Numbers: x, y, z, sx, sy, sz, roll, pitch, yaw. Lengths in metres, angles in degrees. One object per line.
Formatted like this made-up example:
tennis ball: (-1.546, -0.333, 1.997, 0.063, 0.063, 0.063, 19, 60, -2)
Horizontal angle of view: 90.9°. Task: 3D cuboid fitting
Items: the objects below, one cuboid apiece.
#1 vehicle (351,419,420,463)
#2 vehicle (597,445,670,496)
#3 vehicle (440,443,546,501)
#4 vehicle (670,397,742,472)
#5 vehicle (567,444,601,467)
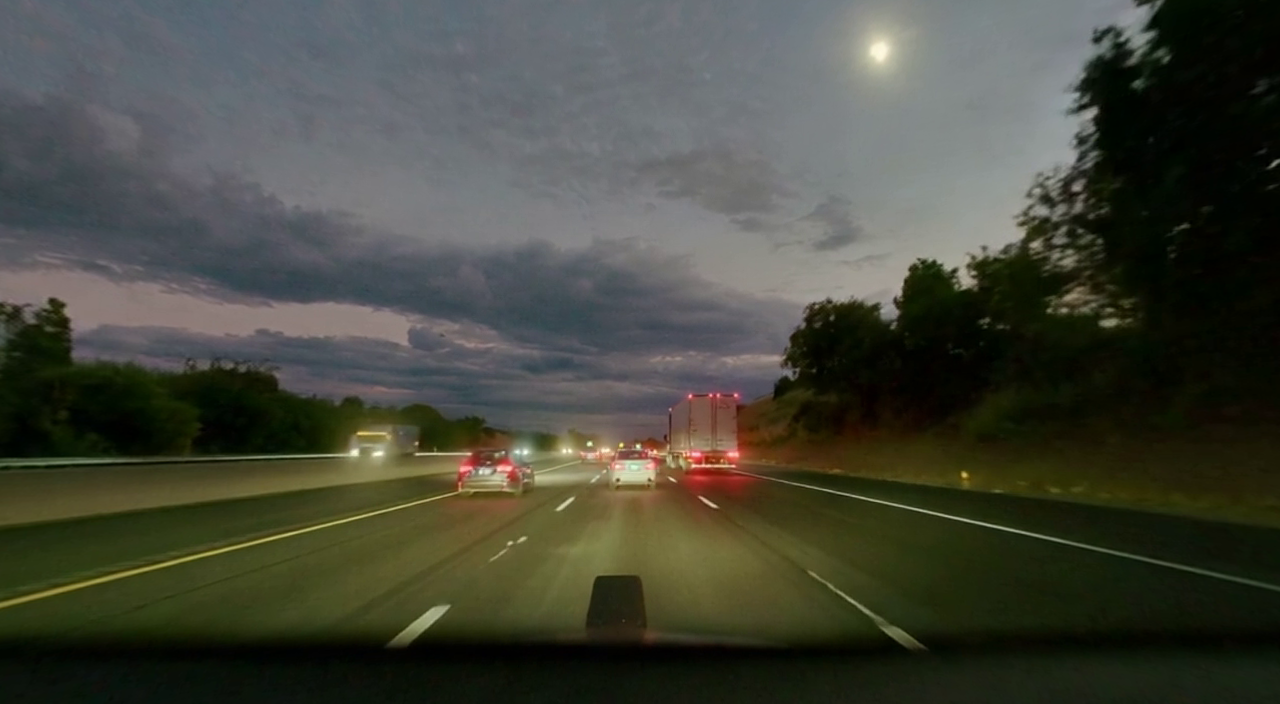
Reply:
vehicle: (-16.884, 6.011, 42.219, 2.204, 2.696, 5.896, 0, -9, -1)
vehicle: (-0.221, 3.584, 19.448, 2.023, 1.400, 4.028, 0, -9, -1)
vehicle: (-4.085, 3.402, 18.333, 2.017, 1.460, 4.382, 0, -9, 0)
vehicle: (3.939, 5.624, 41.737, 2.905, 4.109, 14.332, 0, -9, -1)
vehicle: (-4.294, 7.984, 48.799, 2.232, 1.688, 4.844, 0, -9, -1)
